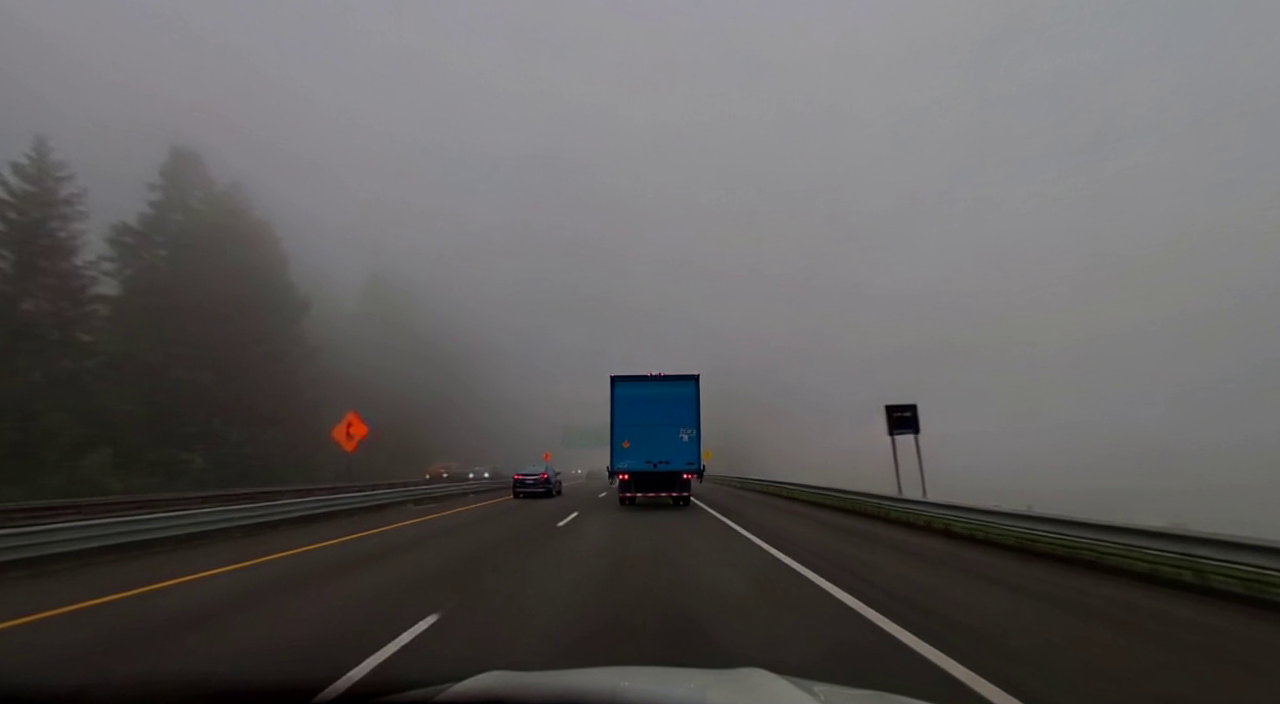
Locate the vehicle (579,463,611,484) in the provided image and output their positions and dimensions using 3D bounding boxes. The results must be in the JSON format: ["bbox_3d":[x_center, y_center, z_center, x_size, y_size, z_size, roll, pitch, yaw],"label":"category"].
[{"bbox_3d":[-3.400,9.336,48.488,2.079,1.506,4.821,0,-10,1],"label":"vehicle"}]

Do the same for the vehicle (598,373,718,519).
[{"bbox_3d":[0.396,3.230,20.869,3.008,3.678,9.512,1,-10,-1],"label":"vehicle"}]

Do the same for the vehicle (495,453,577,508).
[{"bbox_3d":[-3.496,4.450,22.056,2.076,1.691,4.555,1,-10,0],"label":"vehicle"}]
